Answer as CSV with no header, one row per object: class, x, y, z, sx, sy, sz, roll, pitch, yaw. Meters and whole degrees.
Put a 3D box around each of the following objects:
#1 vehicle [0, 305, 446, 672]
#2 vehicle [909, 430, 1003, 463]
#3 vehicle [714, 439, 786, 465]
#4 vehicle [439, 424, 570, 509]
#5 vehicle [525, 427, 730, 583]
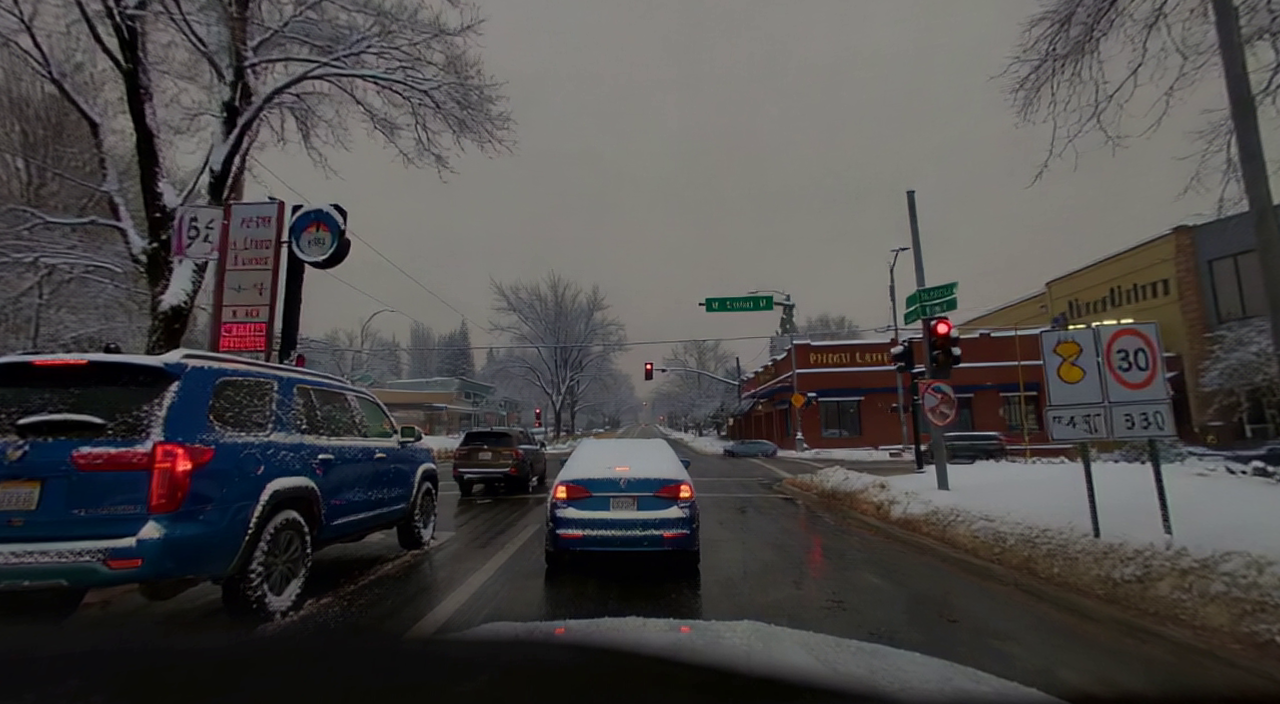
vehicle,-3.822,1.137,6.214,2.152,2.118,5.066,0,-8,0
vehicle,17.625,5.302,35.193,4.116,1.719,2.069,-1,-9,6
vehicle,6.579,5.984,37.530,3.924,1.447,2.039,-3,-9,19
vehicle,-2.929,2.594,14.605,2.047,1.664,4.148,0,-8,1
vehicle,-0.162,1.782,8.185,1.966,1.481,4.146,0,-8,-1
